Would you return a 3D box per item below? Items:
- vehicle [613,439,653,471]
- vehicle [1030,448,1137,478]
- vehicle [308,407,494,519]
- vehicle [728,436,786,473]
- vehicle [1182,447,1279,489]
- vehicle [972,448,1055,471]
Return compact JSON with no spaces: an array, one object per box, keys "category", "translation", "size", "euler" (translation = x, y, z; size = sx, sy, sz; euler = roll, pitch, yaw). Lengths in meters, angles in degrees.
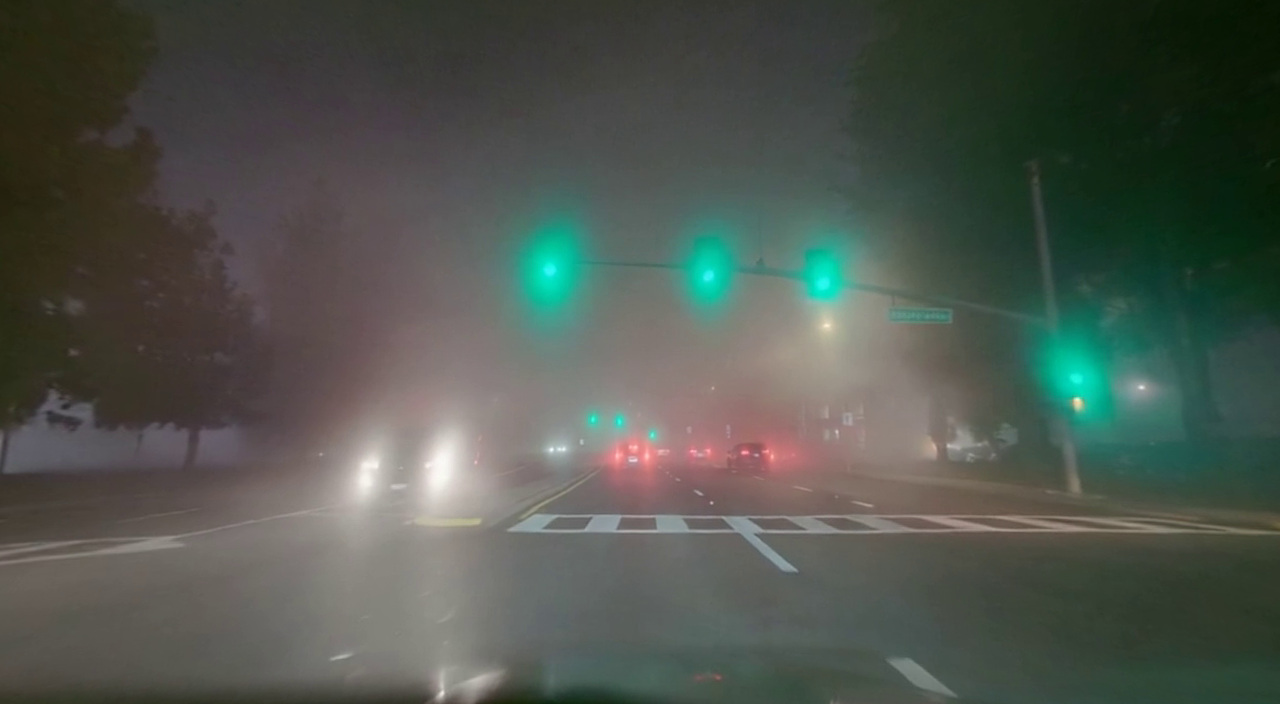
[{"category":"vehicle","translation":[-0.438,5.651,34.837],"size":[2.101,1.641,4.341],"euler":[0,-8,-2]},{"category":"vehicle","translation":[26.200,6.520,37.424],"size":[4.843,1.628,2.063],"euler":[0,-8,-3]},{"category":"vehicle","translation":[-5.210,2.569,15.002],"size":[2.145,2.041,6.064],"euler":[-1,-9,-1]},{"category":"vehicle","translation":[6.534,5.781,35.950],"size":[2.052,1.886,5.297],"euler":[0,-8,-2]},{"category":"vehicle","translation":[27.230,5.119,28.107],"size":[4.338,1.727,2.015],"euler":[0,-8,-3]},{"category":"vehicle","translation":[26.543,7.647,44.978],"size":[4.556,1.525,2.035],"euler":[0,-9,-2]}]
